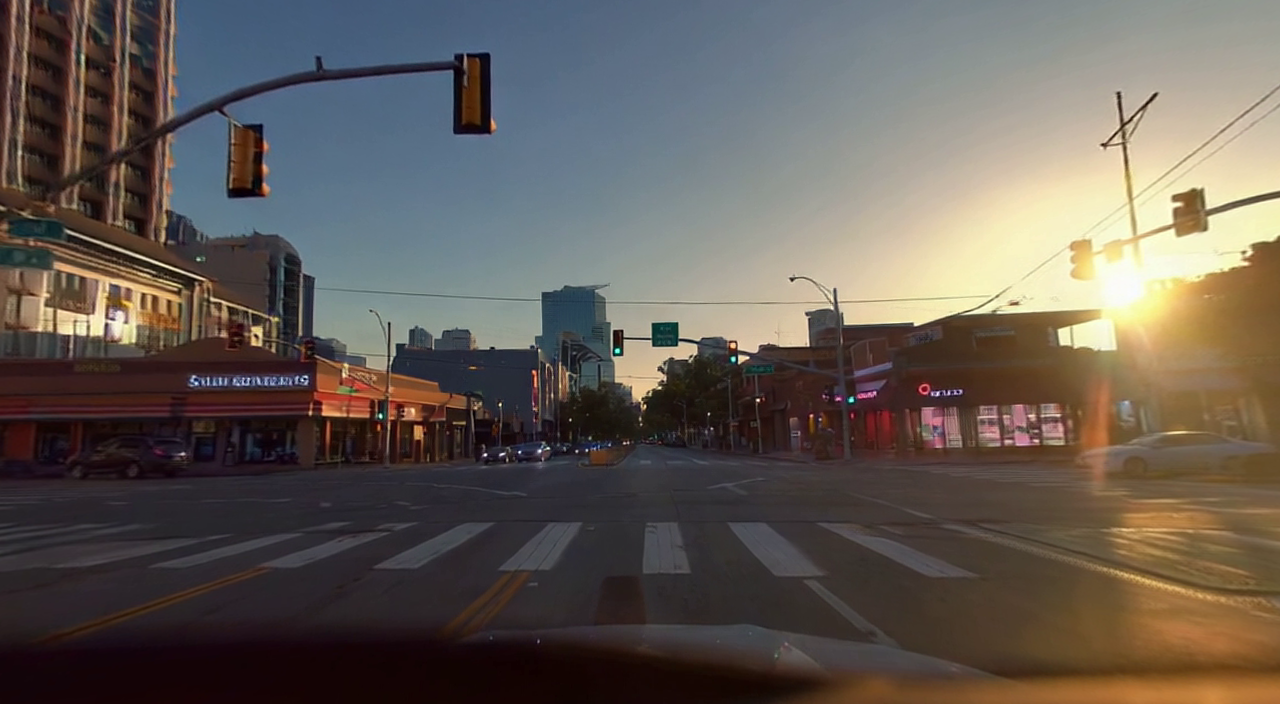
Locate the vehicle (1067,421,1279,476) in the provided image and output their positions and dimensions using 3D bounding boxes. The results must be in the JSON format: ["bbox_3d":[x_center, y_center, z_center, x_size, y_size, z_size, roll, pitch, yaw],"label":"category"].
[{"bbox_3d":[15.406,2.792,18.204,4.651,1.463,1.880,-2,-9,9],"label":"vehicle"}]

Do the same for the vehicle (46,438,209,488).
[{"bbox_3d":[-21.165,4.560,26.200,5.161,1.910,2.275,-2,-9,11],"label":"vehicle"}]

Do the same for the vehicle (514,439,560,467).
[{"bbox_3d":[-6.820,6.715,42.212,2.181,1.703,4.512,0,-8,2],"label":"vehicle"}]

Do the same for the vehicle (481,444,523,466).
[{"bbox_3d":[-9.879,7.376,45.555,2.106,1.505,4.228,0,-8,0],"label":"vehicle"}]
